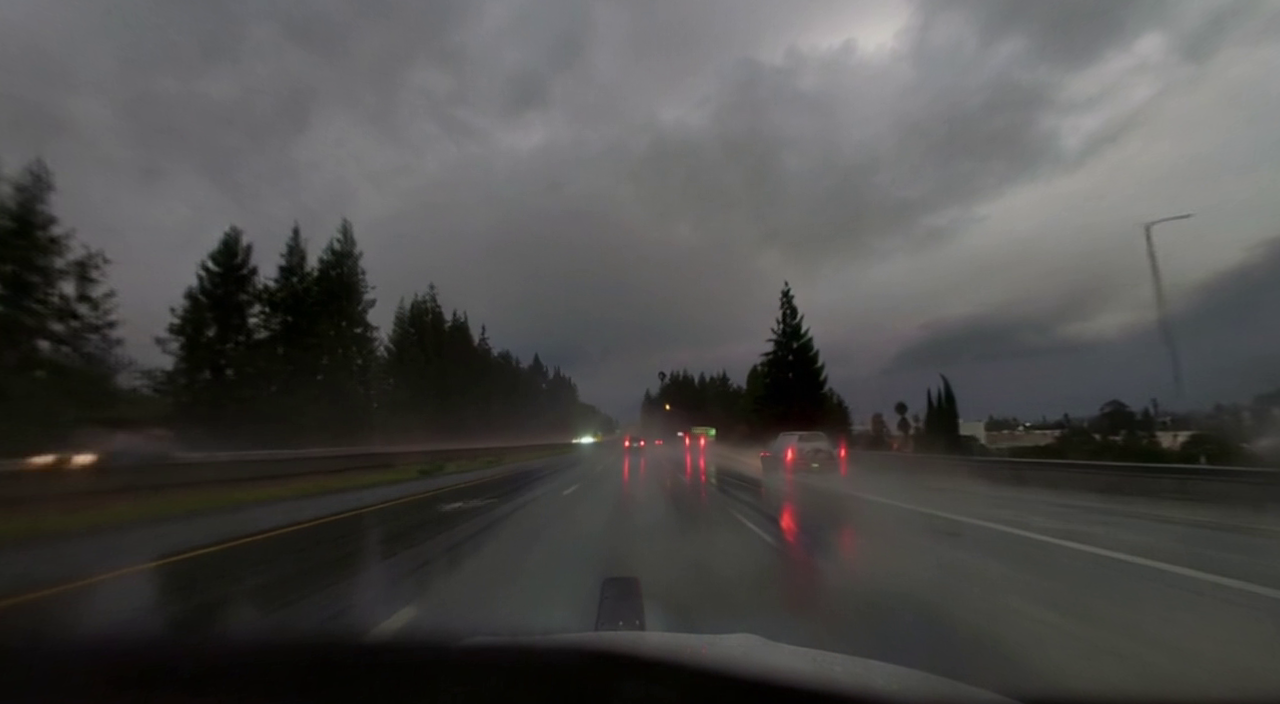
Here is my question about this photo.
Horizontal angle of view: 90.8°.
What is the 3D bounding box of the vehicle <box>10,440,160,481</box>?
[{"bbox_3d":[-21.929,4.286,25.271,1.960,1.473,4.445,0,-9,0],"label":"vehicle"}]
